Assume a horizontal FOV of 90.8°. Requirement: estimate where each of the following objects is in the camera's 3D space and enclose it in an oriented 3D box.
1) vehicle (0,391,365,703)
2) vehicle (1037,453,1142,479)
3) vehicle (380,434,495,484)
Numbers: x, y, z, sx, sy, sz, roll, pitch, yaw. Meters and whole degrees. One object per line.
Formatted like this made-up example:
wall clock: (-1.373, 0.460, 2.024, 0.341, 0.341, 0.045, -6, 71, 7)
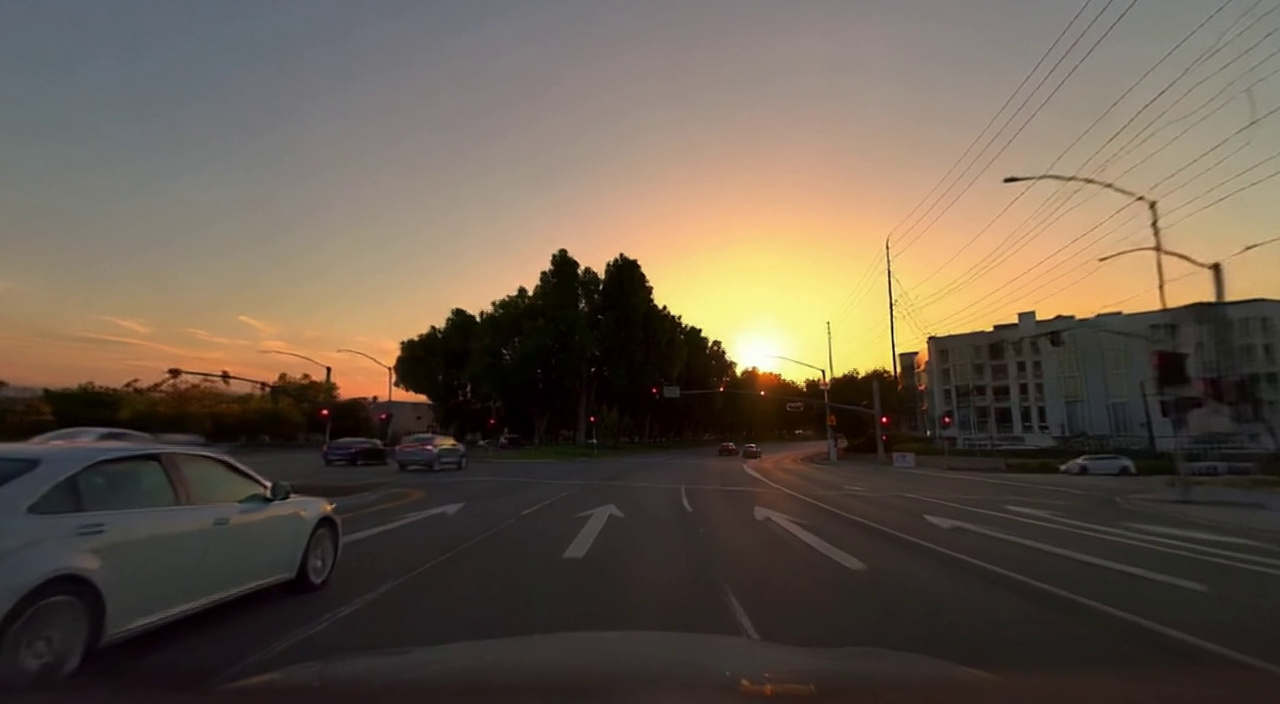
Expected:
vehicle: (-3.453, 1.038, 3.443, 1.934, 1.463, 4.220, 0, -9, 1)
vehicle: (26.854, 6.825, 37.895, 4.636, 1.433, 1.930, -2, -9, 12)
vehicle: (-6.720, 3.612, 21.635, 2.016, 1.501, 4.903, -1, -9, 4)
